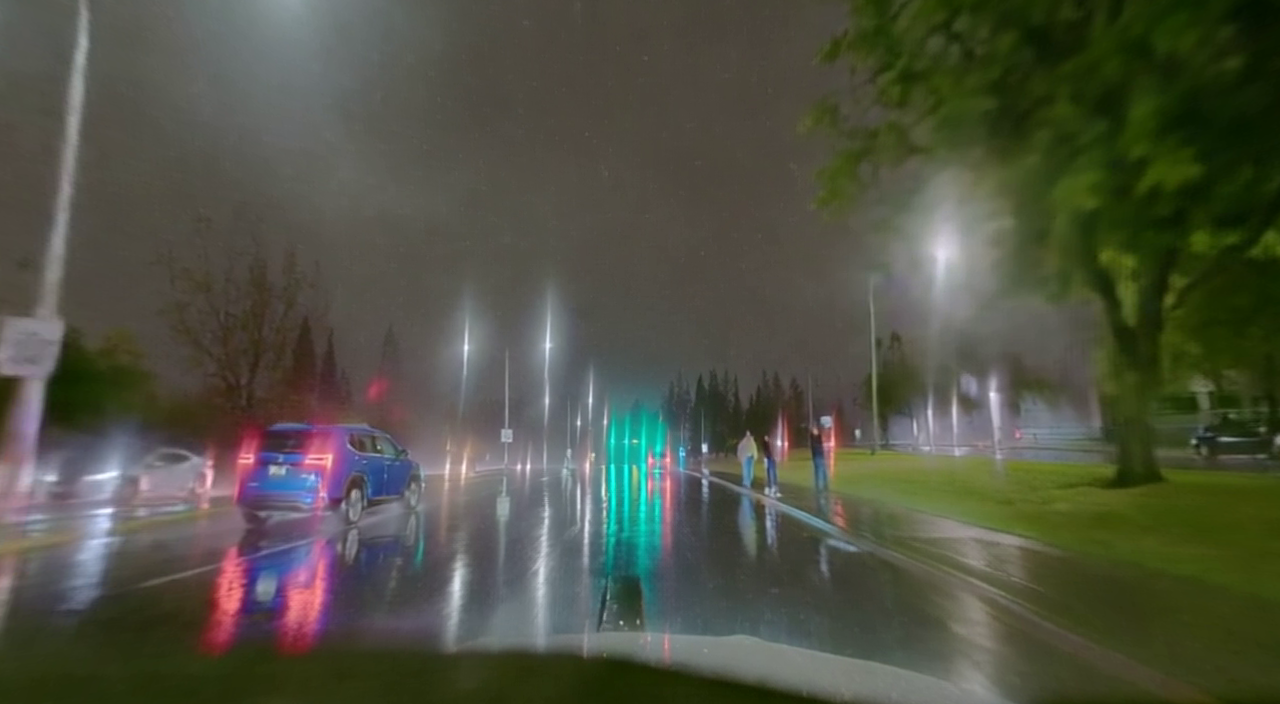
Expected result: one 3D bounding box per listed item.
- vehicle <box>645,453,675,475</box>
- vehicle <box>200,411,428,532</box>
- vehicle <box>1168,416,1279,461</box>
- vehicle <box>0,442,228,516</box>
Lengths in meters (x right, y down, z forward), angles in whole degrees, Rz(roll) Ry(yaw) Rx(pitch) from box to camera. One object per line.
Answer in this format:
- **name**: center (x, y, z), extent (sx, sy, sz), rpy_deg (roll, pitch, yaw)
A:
- **vehicle**: center (1.424, 8.063, 45.582), extent (2.091, 1.494, 3.962), rpy_deg (0, -8, 0)
- **vehicle**: center (-5.914, 2.219, 12.199), extent (2.027, 1.908, 4.273), rpy_deg (0, -8, 1)
- **vehicle**: center (22.921, 3.308, 23.890), extent (2.001, 1.558, 4.803), rpy_deg (-1, -8, 6)
- **vehicle**: center (-12.516, 2.966, 15.349), extent (2.074, 1.514, 4.545), rpy_deg (1, -8, -4)
